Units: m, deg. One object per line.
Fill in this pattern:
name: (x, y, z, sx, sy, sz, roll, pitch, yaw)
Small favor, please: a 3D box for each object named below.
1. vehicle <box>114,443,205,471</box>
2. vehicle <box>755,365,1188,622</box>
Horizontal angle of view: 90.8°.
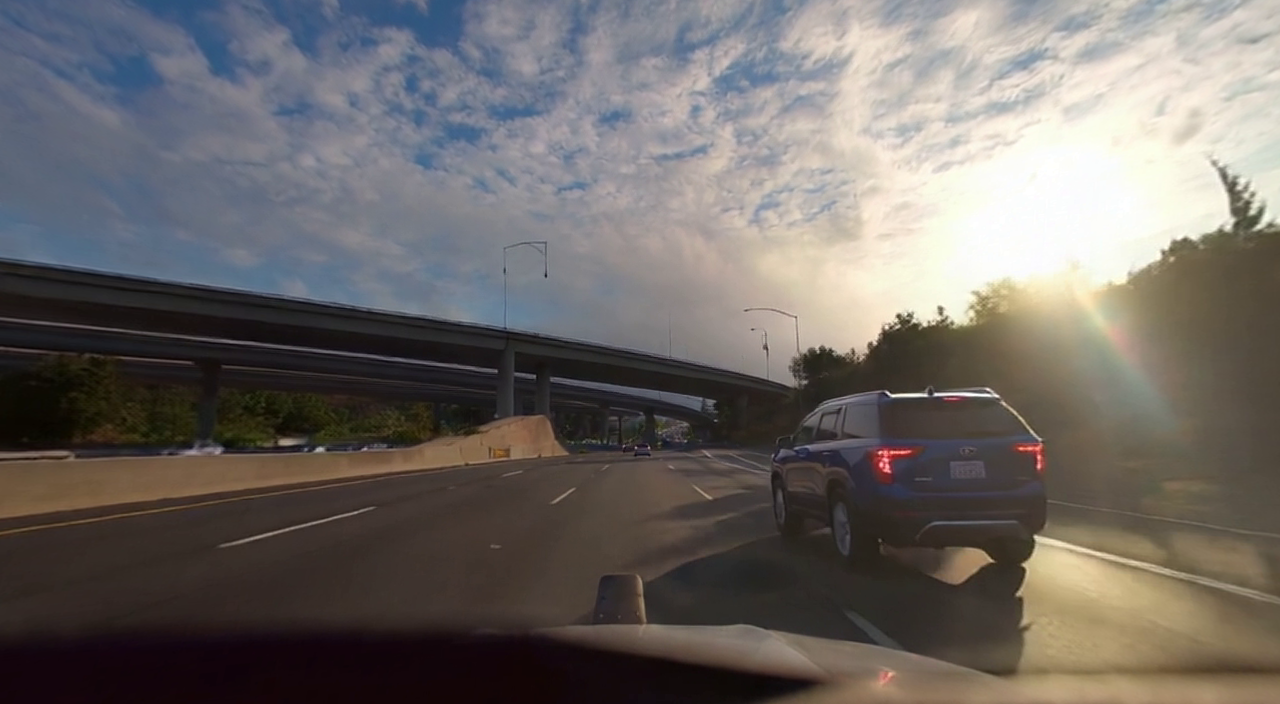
vehicle: (-27.890, 6.095, 36.901, 1.896, 1.483, 4.632, 0, -8, -4)
vehicle: (2.956, 1.419, 7.294, 2.155, 1.918, 4.945, 0, -8, -2)
